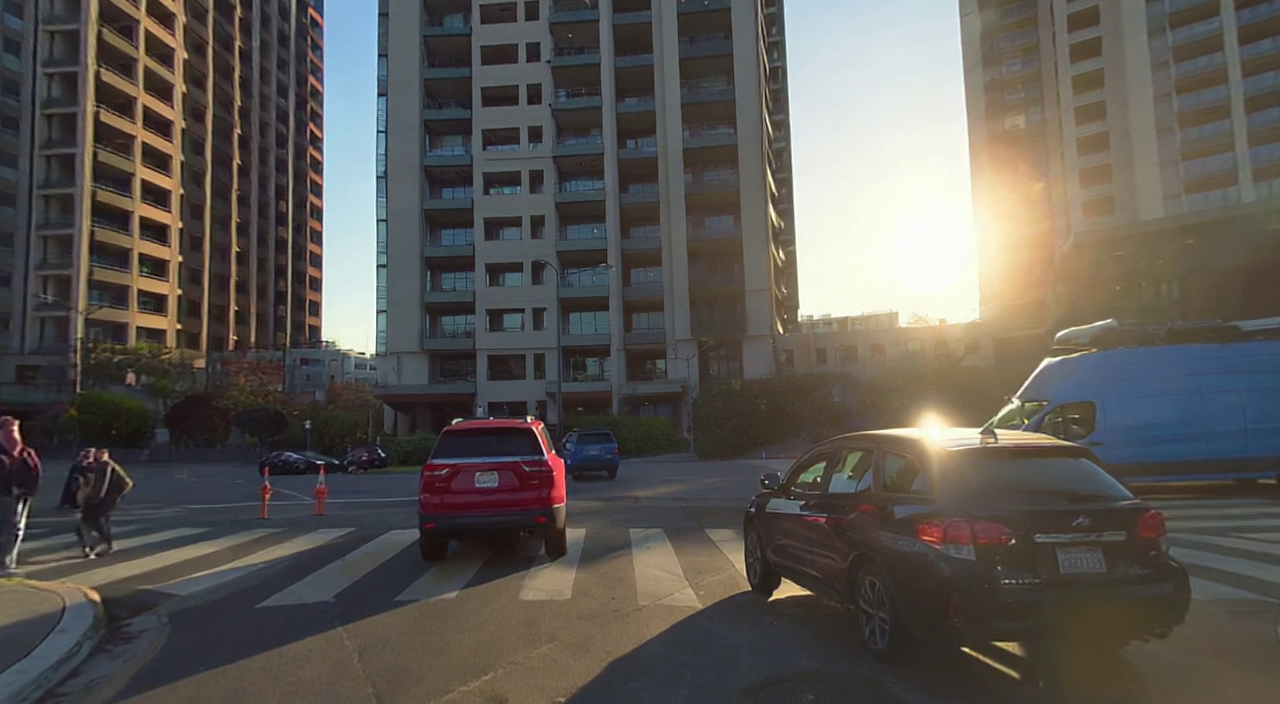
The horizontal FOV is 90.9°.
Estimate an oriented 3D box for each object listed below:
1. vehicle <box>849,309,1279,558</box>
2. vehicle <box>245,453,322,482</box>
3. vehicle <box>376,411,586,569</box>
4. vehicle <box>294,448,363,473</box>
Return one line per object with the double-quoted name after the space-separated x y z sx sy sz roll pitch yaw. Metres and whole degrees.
6.663 1.053 8.235 6.932 2.753 2.446 0 -8 1 "vehicle"
-19.446 6.290 34.513 3.467 1.456 1.649 4 -9 -24 "vehicle"
-1.941 1.838 9.144 2.144 1.733 4.115 0 -8 -3 "vehicle"
-19.878 6.933 40.315 3.692 1.509 1.803 3 -9 -20 "vehicle"
